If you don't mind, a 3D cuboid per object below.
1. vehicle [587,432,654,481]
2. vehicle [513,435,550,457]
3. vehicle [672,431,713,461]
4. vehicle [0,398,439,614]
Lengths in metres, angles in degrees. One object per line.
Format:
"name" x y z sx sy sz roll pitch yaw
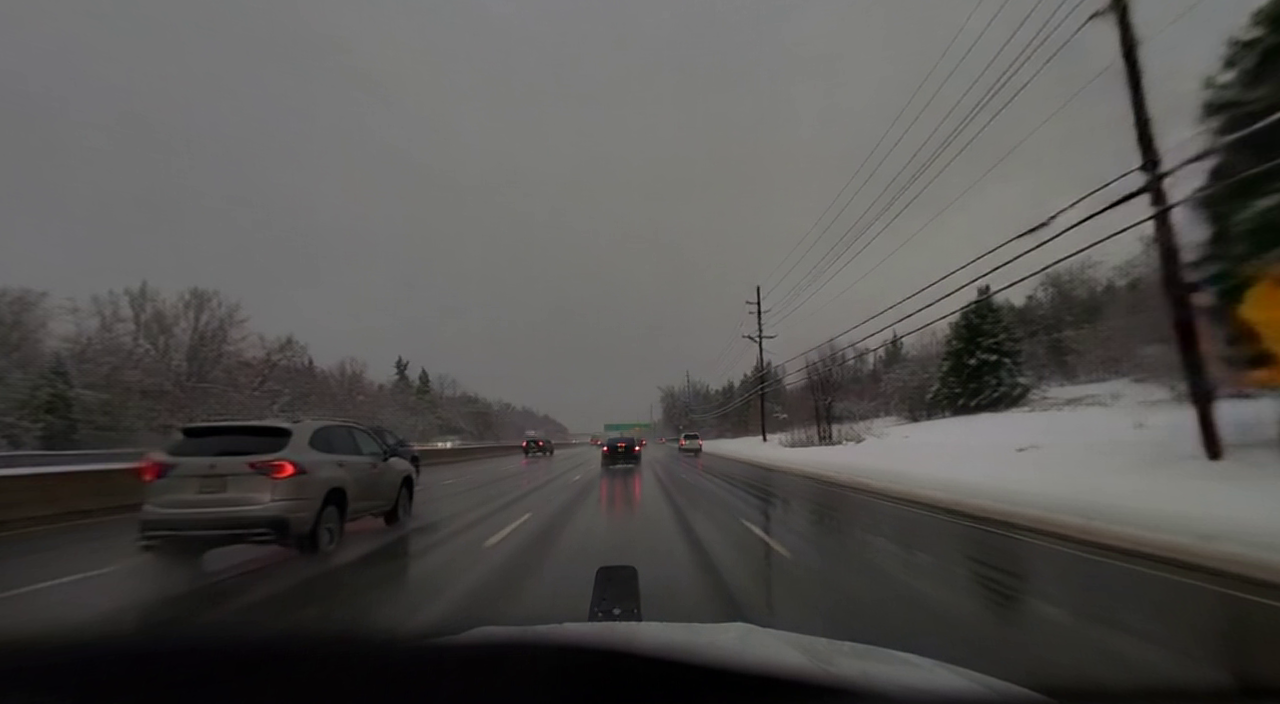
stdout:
"vehicle" -0.635 3.507 21.493 2.086 1.488 3.440 0 -8 -1
"vehicle" -7.735 6.738 45.314 1.992 1.494 4.133 0 -8 0
"vehicle" 3.166 5.761 38.772 1.950 1.695 4.446 1 -8 -2
"vehicle" -3.951 1.465 7.090 1.901 1.601 4.610 0 -8 -1
